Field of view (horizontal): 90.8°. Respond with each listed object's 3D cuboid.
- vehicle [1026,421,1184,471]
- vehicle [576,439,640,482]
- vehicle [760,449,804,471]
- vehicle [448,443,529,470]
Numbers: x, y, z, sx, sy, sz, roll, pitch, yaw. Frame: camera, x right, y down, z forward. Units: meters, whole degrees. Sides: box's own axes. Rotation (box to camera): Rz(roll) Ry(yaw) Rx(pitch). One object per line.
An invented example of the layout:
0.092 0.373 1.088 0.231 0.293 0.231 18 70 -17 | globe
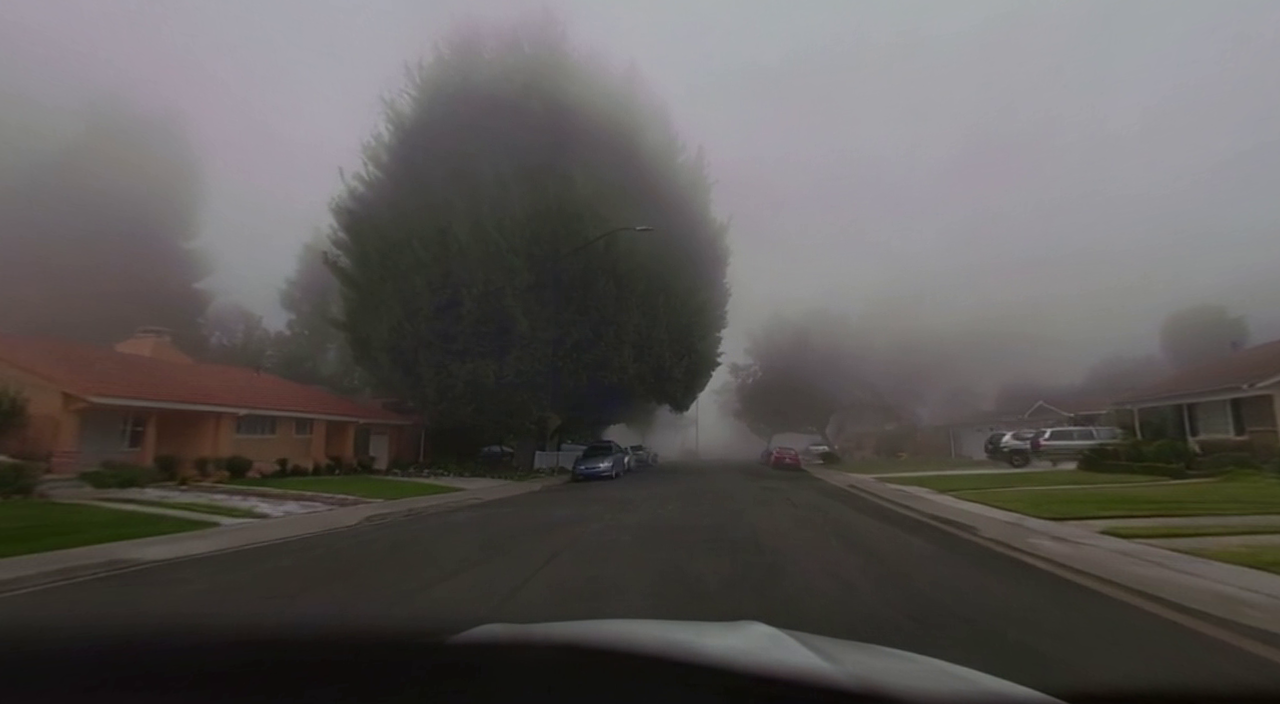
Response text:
16.802 3.406 22.955 4.384 1.688 1.956 1 -8 -8 | vehicle
-1.396 5.027 29.781 2.215 1.859 4.765 -1 -8 7 | vehicle
9.837 7.482 44.121 1.984 1.437 4.726 0 -9 0 | vehicle
-8.795 6.050 36.755 4.376 1.458 2.046 2 -8 -14 | vehicle
